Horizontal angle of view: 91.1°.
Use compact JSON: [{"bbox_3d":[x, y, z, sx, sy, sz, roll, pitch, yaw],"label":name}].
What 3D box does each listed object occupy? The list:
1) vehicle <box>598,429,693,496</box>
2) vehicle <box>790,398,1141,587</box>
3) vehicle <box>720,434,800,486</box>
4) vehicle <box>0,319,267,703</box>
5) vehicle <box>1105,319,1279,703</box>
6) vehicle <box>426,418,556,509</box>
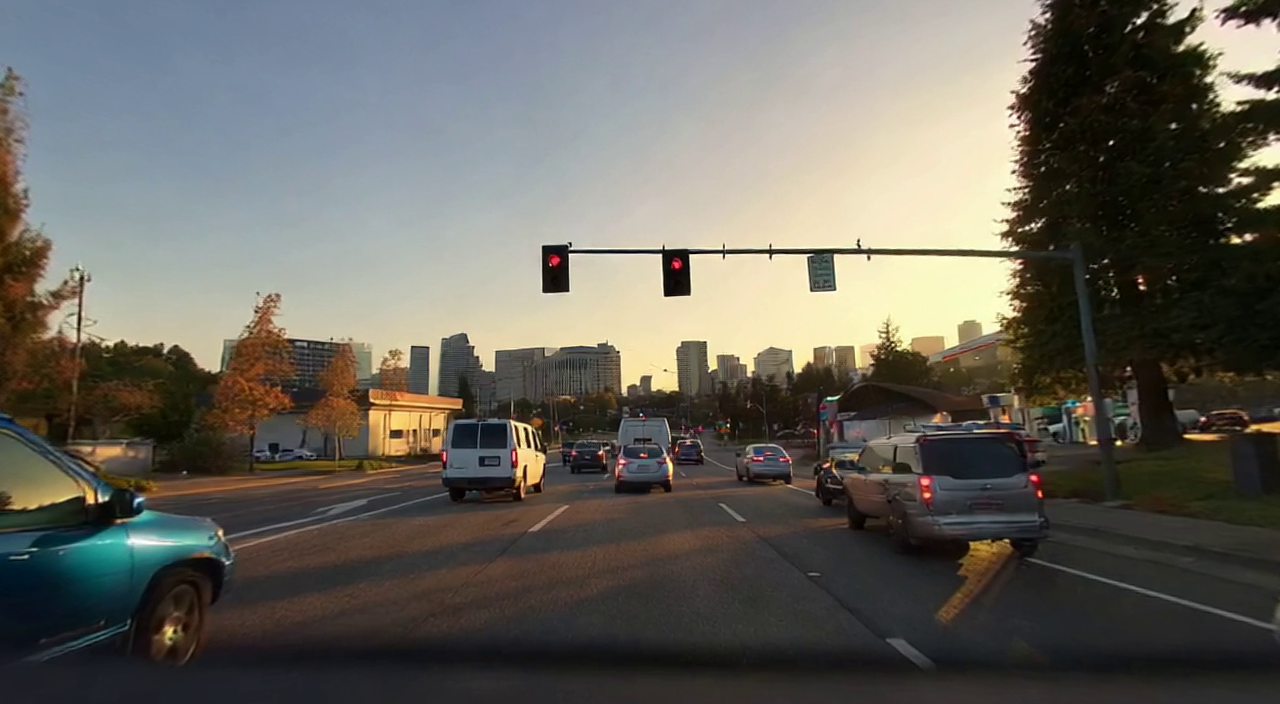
[{"bbox_3d":[0.094,3.263,18.996,2.426,1.703,5.602,0,-8,-1],"label":"vehicle"},{"bbox_3d":[3.679,1.689,8.433,2.055,1.786,4.817,0,-8,-1],"label":"vehicle"},{"bbox_3d":[4.280,3.924,23.156,2.119,1.696,4.623,0,-8,1],"label":"vehicle"},{"bbox_3d":[-3.488,0.606,1.435,2.002,1.747,5.173,0,-8,1],"label":"vehicle"},{"bbox_3d":[3.338,0.515,0.436,2.132,1.775,5.046,0,-8,0],"label":"vehicle"},{"bbox_3d":[-3.511,2.748,15.938,2.025,1.936,4.995,0,-8,0],"label":"vehicle"}]
